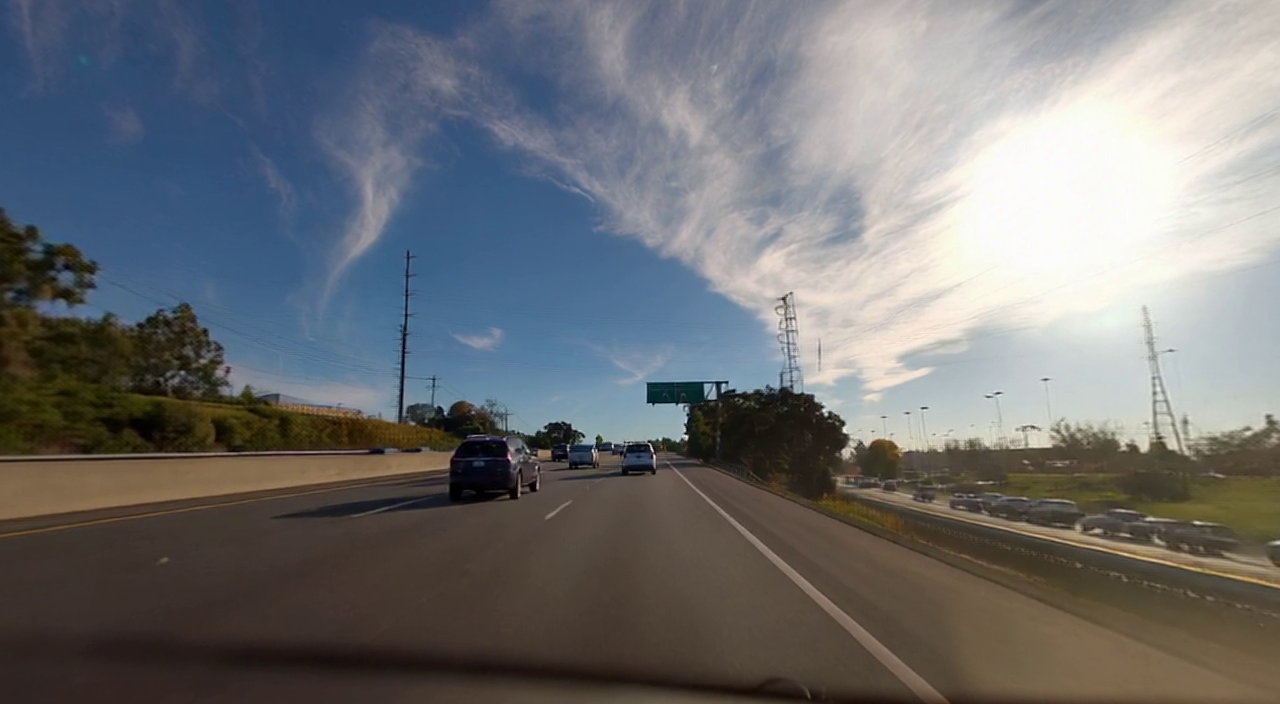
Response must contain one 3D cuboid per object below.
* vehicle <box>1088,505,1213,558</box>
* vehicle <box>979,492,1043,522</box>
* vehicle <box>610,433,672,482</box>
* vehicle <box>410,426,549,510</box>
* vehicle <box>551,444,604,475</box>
[{"bbox_3d":[22.235,7.789,27.758,1.826,1.625,4.758,-1,-8,6],"label":"vehicle"},{"bbox_3d":[24.468,10.219,41.761,1.985,1.513,4.339,-1,-8,7],"label":"vehicle"},{"bbox_3d":[0.089,4.252,25.759,2.319,1.813,4.274,0,-8,2],"label":"vehicle"},{"bbox_3d":[-3.728,2.785,15.653,2.104,1.754,4.515,0,-8,2],"label":"vehicle"},{"bbox_3d":[-3.090,5.410,32.054,2.092,1.464,4.466,-1,-8,2],"label":"vehicle"}]
